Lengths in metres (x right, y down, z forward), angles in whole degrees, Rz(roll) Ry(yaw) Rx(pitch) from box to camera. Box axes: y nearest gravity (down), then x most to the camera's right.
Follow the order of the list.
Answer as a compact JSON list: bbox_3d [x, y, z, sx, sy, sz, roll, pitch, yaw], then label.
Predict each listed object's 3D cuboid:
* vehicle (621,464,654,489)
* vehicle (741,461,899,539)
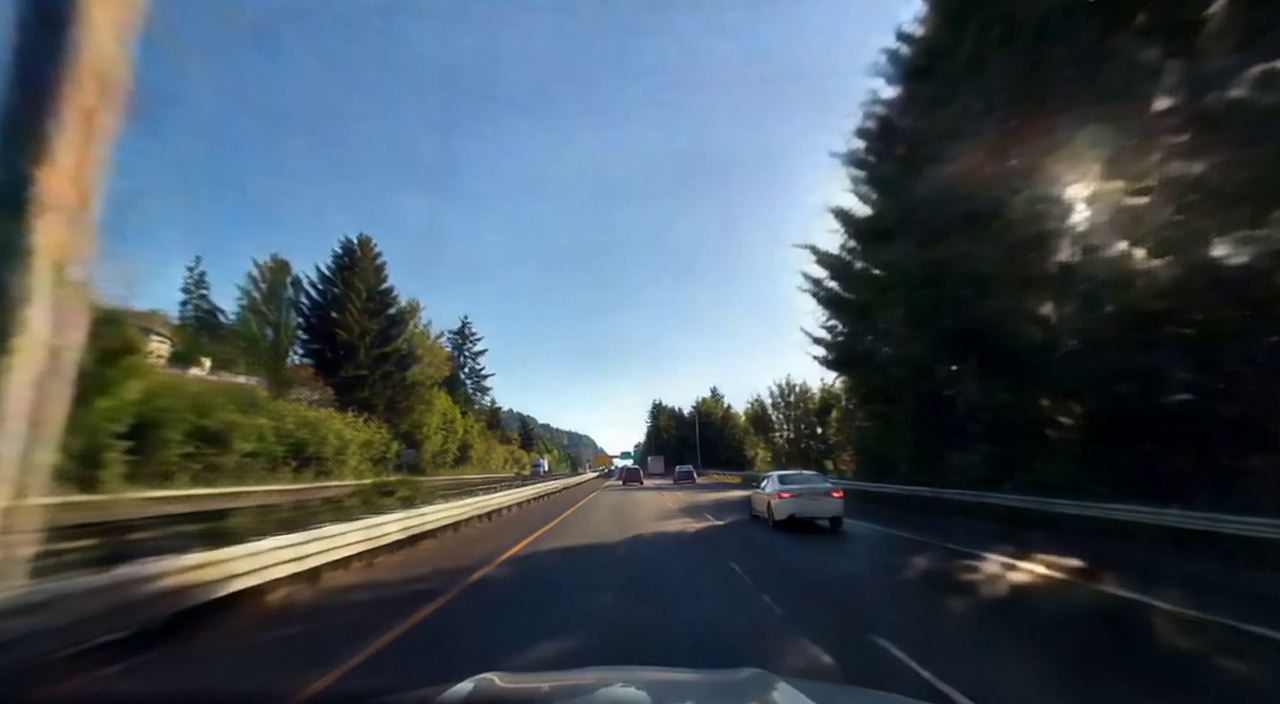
[{"bbox_3d":[-0.193,8.065,40.797,1.980,1.483,3.865,1,-10,-1],"label":"vehicle"},{"bbox_3d":[3.800,3.260,14.387,2.018,1.426,4.941,1,-11,-2],"label":"vehicle"}]
